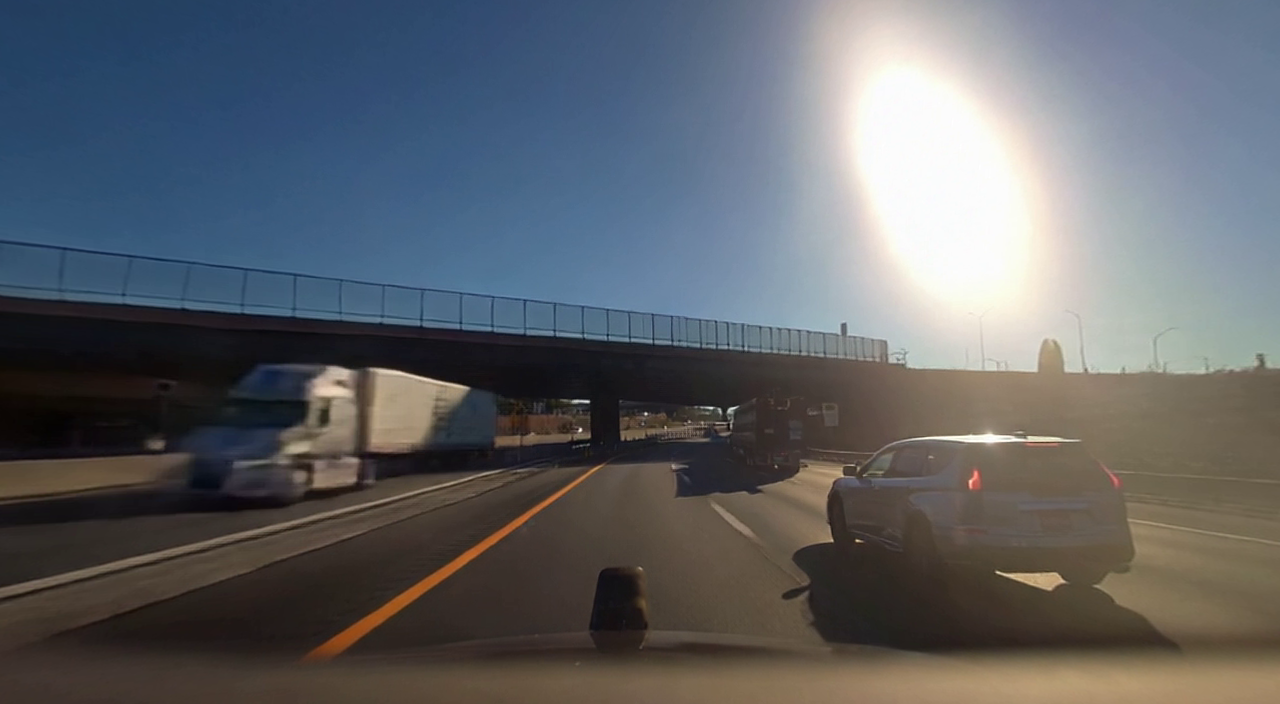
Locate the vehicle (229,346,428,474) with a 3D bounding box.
[{"bbox_3d":[-11.058,2.379,23.720,3.054,3.972,8.029,0,-8,2],"label":"vehicle"}]
